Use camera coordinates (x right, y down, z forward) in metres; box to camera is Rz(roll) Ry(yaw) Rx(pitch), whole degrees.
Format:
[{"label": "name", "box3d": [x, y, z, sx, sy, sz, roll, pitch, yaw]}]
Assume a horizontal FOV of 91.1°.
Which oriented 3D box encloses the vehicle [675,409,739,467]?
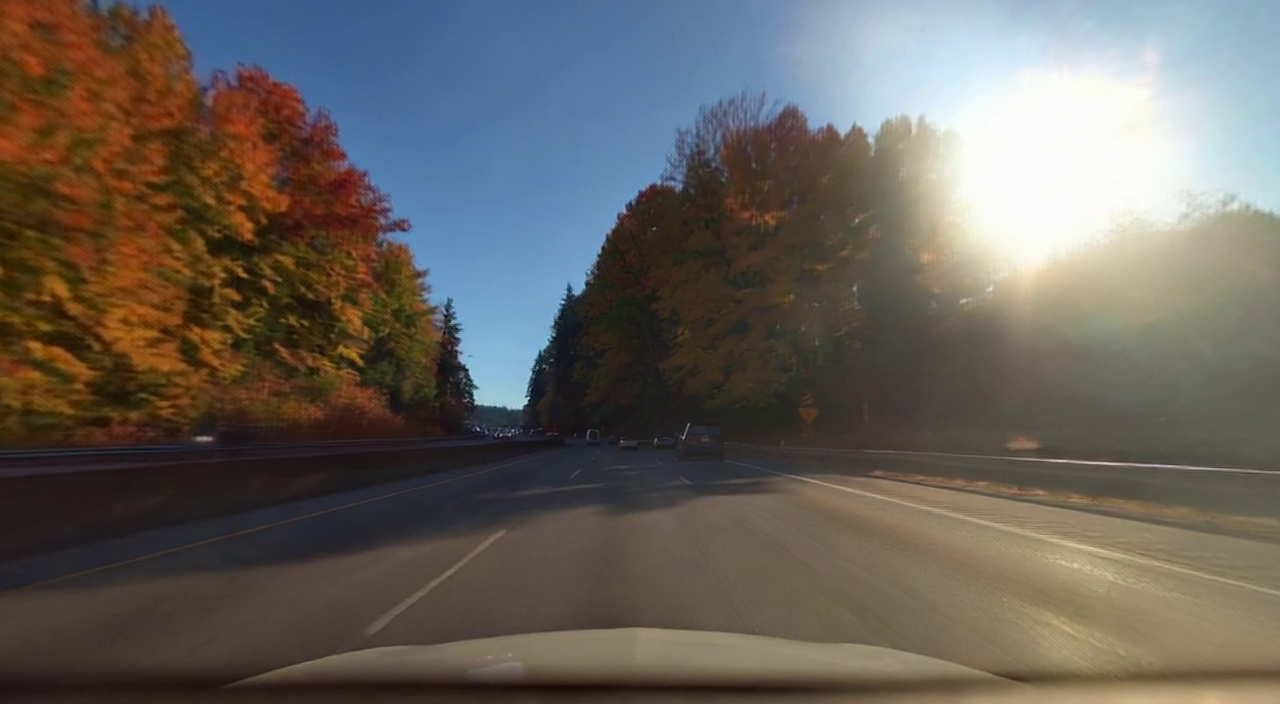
[{"label": "vehicle", "box3d": [3.200, 4.271, 31.374, 2.411, 2.614, 5.781, 0, -8, -2]}]
